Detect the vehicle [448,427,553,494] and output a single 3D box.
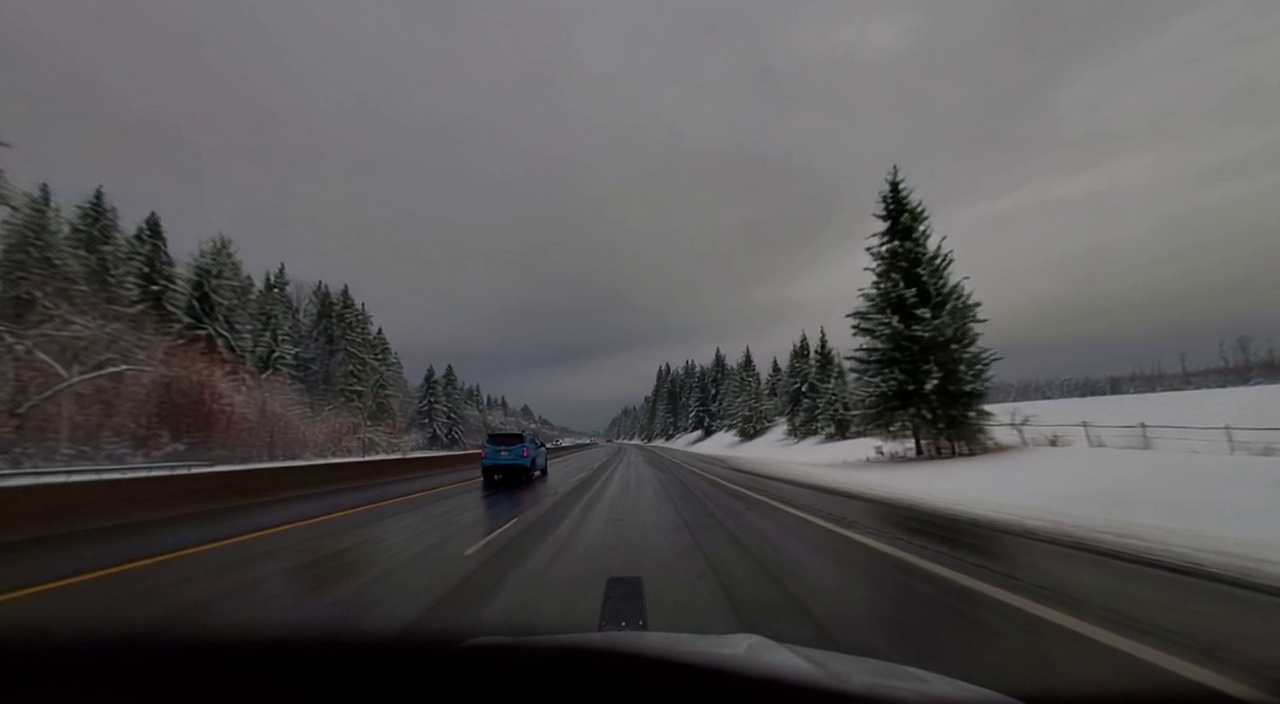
[{"bbox_3d":[-4.030,3.201,19.042,2.084,1.752,4.479,0,-8,1],"label":"vehicle"}]
